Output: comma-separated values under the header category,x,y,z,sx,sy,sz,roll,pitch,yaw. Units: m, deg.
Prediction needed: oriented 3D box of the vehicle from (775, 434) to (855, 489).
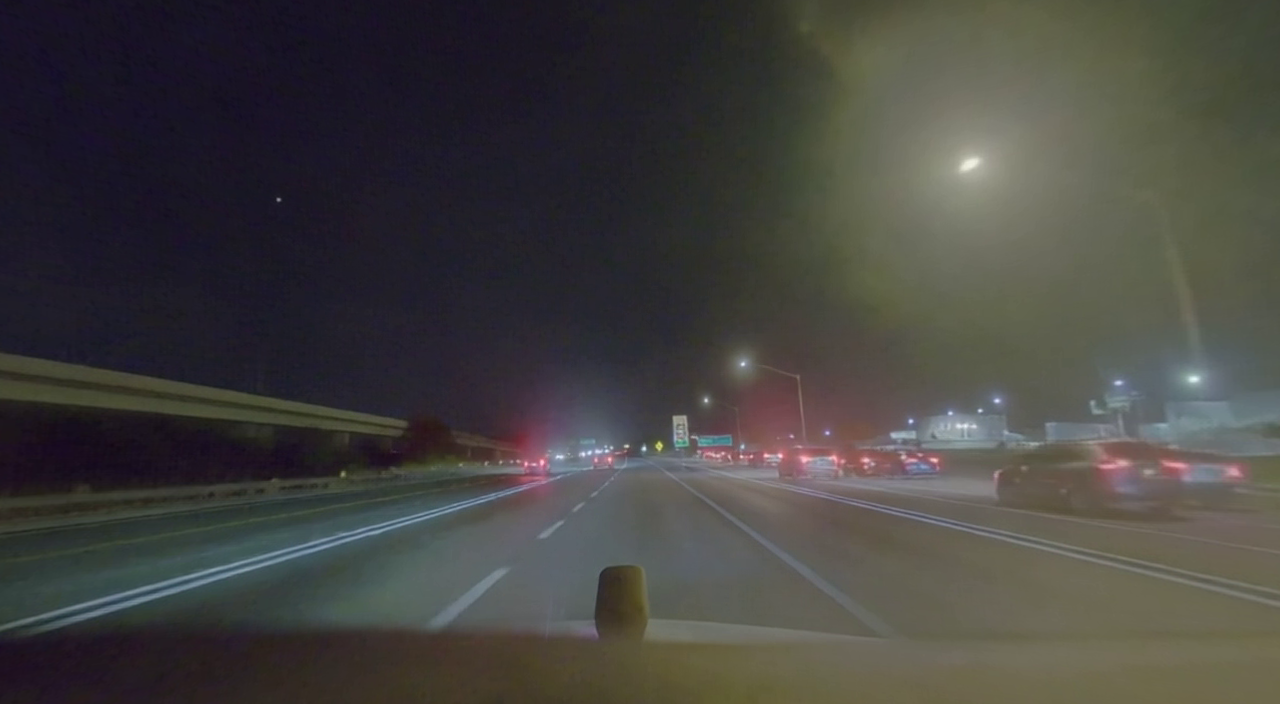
category,x,y,z,sx,sy,sz,roll,pitch,yaw
vehicle,12.792,8.102,47.195,2.941,3.578,10.624,0,-9,0

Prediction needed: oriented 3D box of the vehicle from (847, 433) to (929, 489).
category,x,y,z,sx,sy,sz,roll,pitch,yaw
vehicle,18.312,8.056,47.222,2.698,3.744,8.974,0,-9,2

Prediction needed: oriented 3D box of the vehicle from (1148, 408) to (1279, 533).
category,x,y,z,sx,sy,sz,roll,pitch,yaw
vehicle,18.673,3.439,18.506,2.594,3.362,5.549,0,-9,-1

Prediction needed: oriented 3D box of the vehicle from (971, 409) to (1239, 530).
category,x,y,z,sx,sy,sz,roll,pitch,yaw
vehicle,15.897,4.115,22.907,2.635,3.459,9.104,0,-9,-1
